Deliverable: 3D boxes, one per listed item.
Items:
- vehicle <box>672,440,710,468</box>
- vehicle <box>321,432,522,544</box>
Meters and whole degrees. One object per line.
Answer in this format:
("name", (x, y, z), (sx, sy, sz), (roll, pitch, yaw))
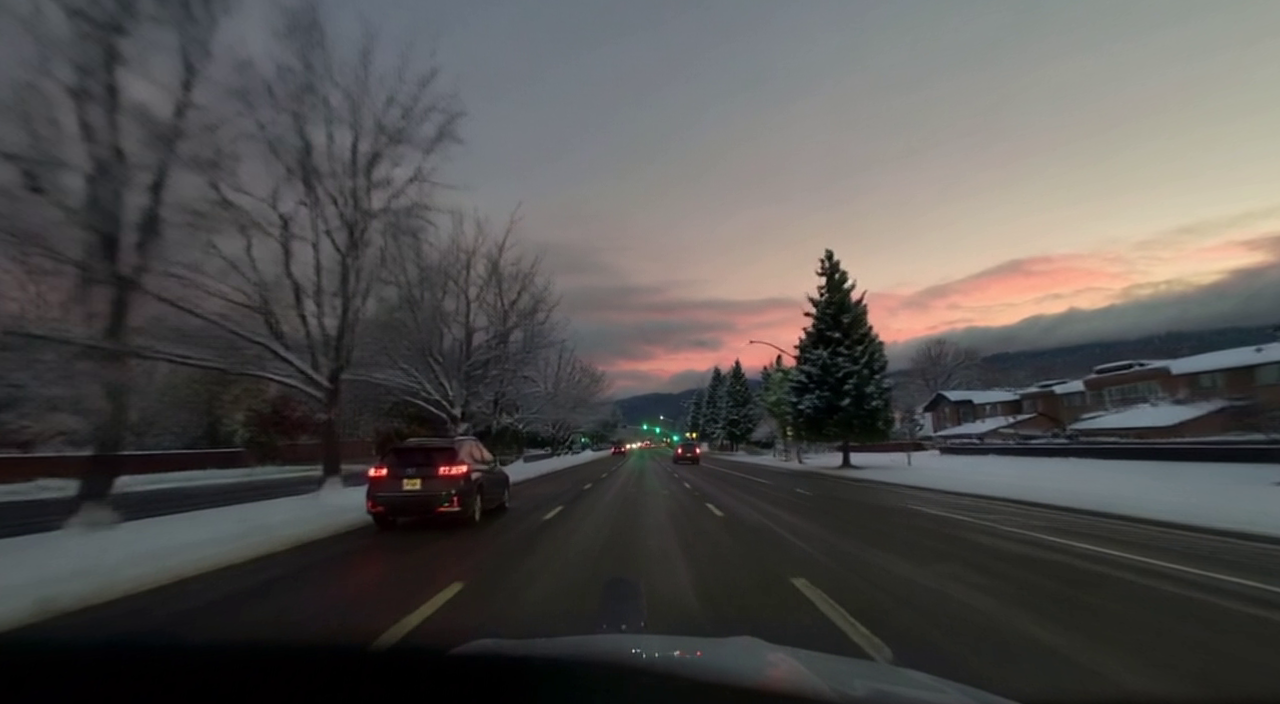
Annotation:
("vehicle", (3.364, 6.793, 42.112), (2.114, 1.780, 4.445), (0, -8, -1))
("vehicle", (-3.440, 2.211, 10.980), (1.966, 1.524, 4.410), (0, -8, -1))
